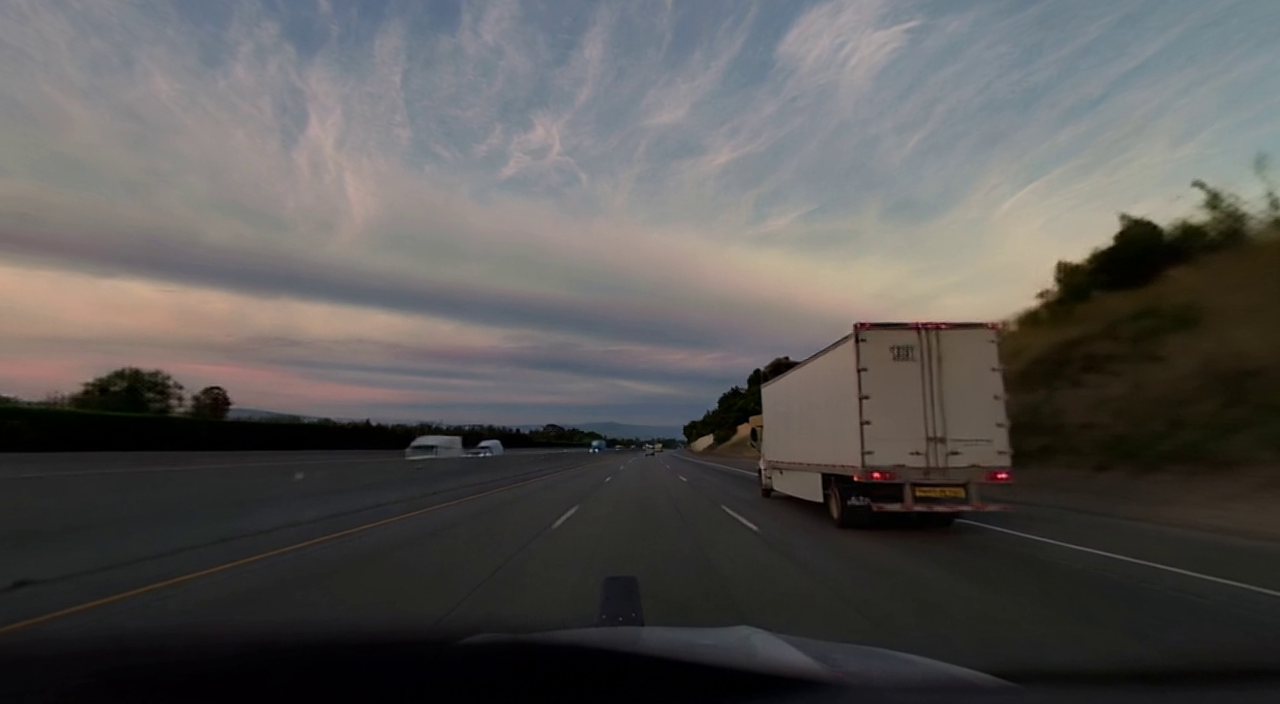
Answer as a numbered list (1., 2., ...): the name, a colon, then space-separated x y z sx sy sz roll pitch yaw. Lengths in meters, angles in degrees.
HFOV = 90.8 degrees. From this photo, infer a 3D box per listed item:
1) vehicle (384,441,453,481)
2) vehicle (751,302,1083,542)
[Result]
1. vehicle: -14.511 7.181 41.758 2.265 2.400 6.009 0 -9 1
2. vehicle: 4.509 1.565 12.788 2.771 3.313 8.121 0 -9 -2
